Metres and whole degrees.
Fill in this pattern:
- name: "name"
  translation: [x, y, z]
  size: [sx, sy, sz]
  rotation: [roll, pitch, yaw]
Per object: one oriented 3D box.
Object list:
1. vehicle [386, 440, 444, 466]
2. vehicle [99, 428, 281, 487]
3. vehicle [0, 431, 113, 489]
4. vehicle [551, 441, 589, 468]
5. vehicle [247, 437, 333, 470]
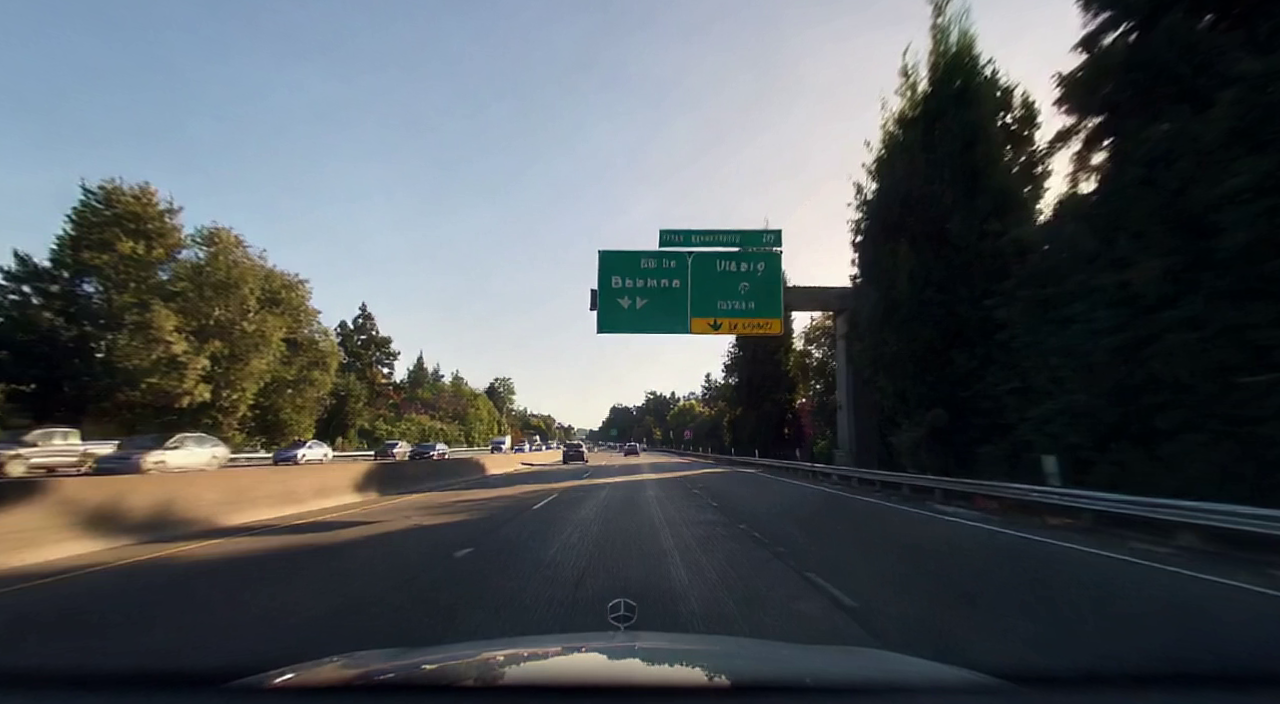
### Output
- name: "vehicle"
  translation: [-13.361, 6.035, 37.487]
  size: [1.962, 1.459, 4.239]
  rotation: [0, -9, -1]
- name: "vehicle"
  translation: [-13.098, 3.126, 18.738]
  size: [1.951, 1.520, 4.759]
  rotation: [0, -9, 0]
- name: "vehicle"
  translation: [-17.616, 2.996, 17.460]
  size: [1.946, 1.479, 4.538]
  rotation: [0, -9, -1]
- name: "vehicle"
  translation: [-4.542, 6.744, 41.428]
  size: [2.098, 1.692, 4.038]
  rotation: [0, -9, -1]
- name: "vehicle"
  translation: [-17.484, 5.080, 31.561]
  size: [2.077, 1.531, 4.043]
  rotation: [0, -9, -1]
